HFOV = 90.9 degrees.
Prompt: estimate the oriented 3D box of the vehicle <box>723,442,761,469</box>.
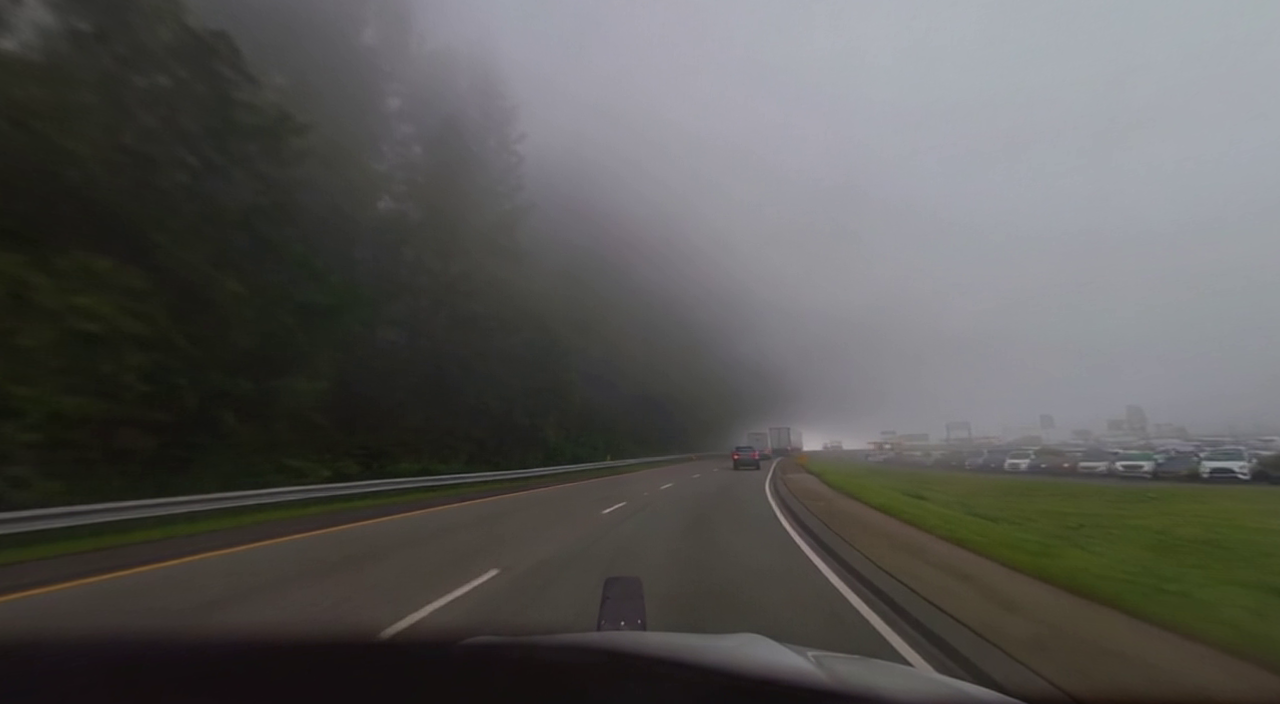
[{"bbox_3d":[6.945,6.954,42.526,2.221,1.674,4.325,-2,-9,12],"label":"vehicle"}]
